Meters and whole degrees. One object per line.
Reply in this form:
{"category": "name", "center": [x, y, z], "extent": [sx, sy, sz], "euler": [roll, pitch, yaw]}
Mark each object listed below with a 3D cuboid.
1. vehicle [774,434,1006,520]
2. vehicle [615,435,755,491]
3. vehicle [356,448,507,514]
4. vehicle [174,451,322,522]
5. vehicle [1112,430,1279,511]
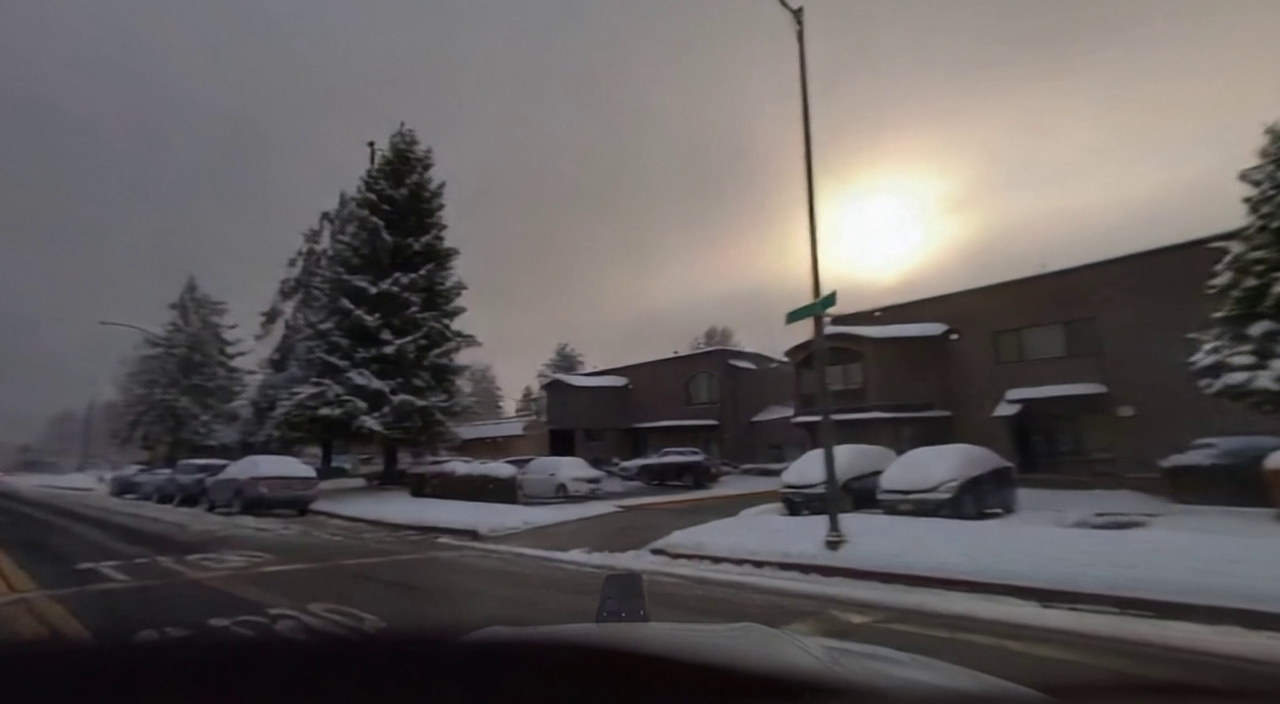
{"category": "vehicle", "center": [5.906, 2.938, 15.275], "extent": [4.778, 1.753, 1.959], "euler": [-8, -12, 41]}
{"category": "vehicle", "center": [2.713, 7.151, 41.061], "extent": [9.384, 3.230, 2.928], "euler": [-8, -12, 43]}
{"category": "vehicle", "center": [-7.723, 4.556, 22.898], "extent": [6.027, 1.893, 2.282], "euler": [-6, -9, 39]}
{"category": "vehicle", "center": [-12.945, 4.244, 20.557], "extent": [5.853, 1.974, 2.292], "euler": [-8, -12, 40]}
{"category": "vehicle", "center": [16.110, 3.066, 16.555], "extent": [5.798, 1.920, 2.267], "euler": [1, -9, -8]}
